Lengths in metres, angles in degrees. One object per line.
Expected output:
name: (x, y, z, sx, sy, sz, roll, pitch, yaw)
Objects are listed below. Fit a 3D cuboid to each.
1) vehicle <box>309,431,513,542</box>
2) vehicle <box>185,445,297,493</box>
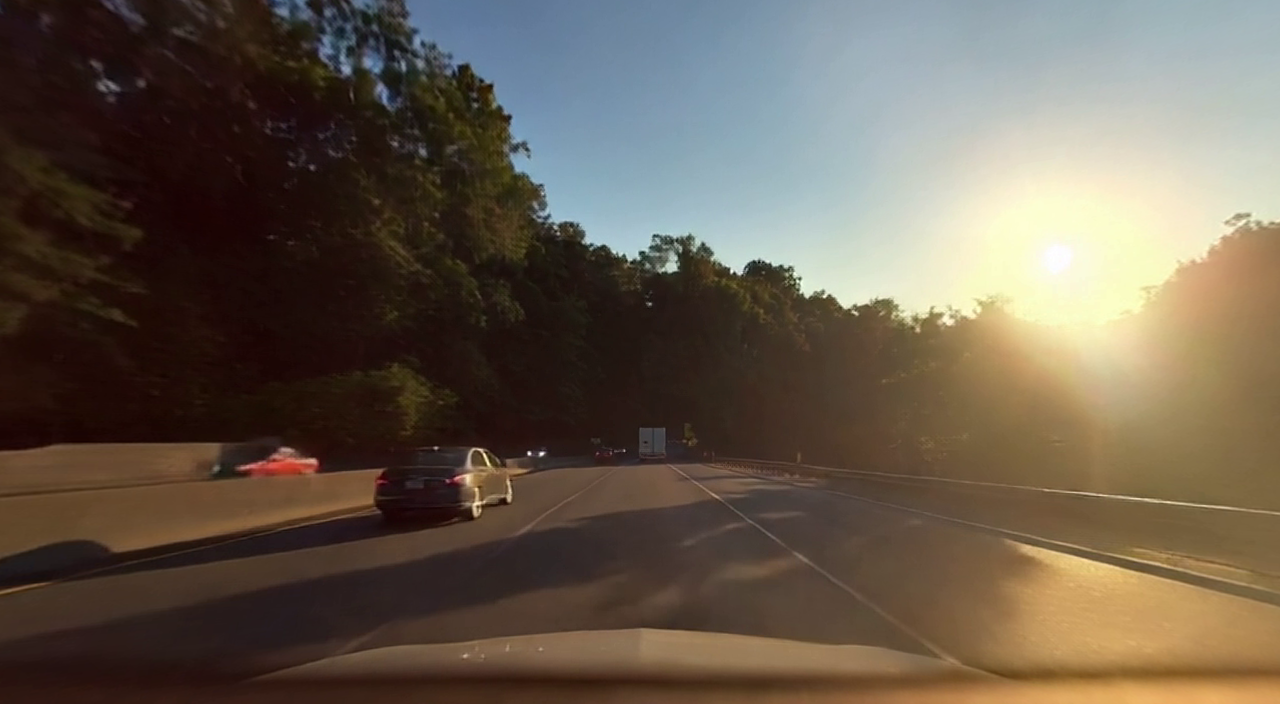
vehicle: (-3.811, 2.317, 11.478, 2.057, 1.618, 4.212, 0, -9, 1)
vehicle: (-16.285, 4.780, 26.033, 1.871, 1.782, 4.055, 0, -9, 1)
